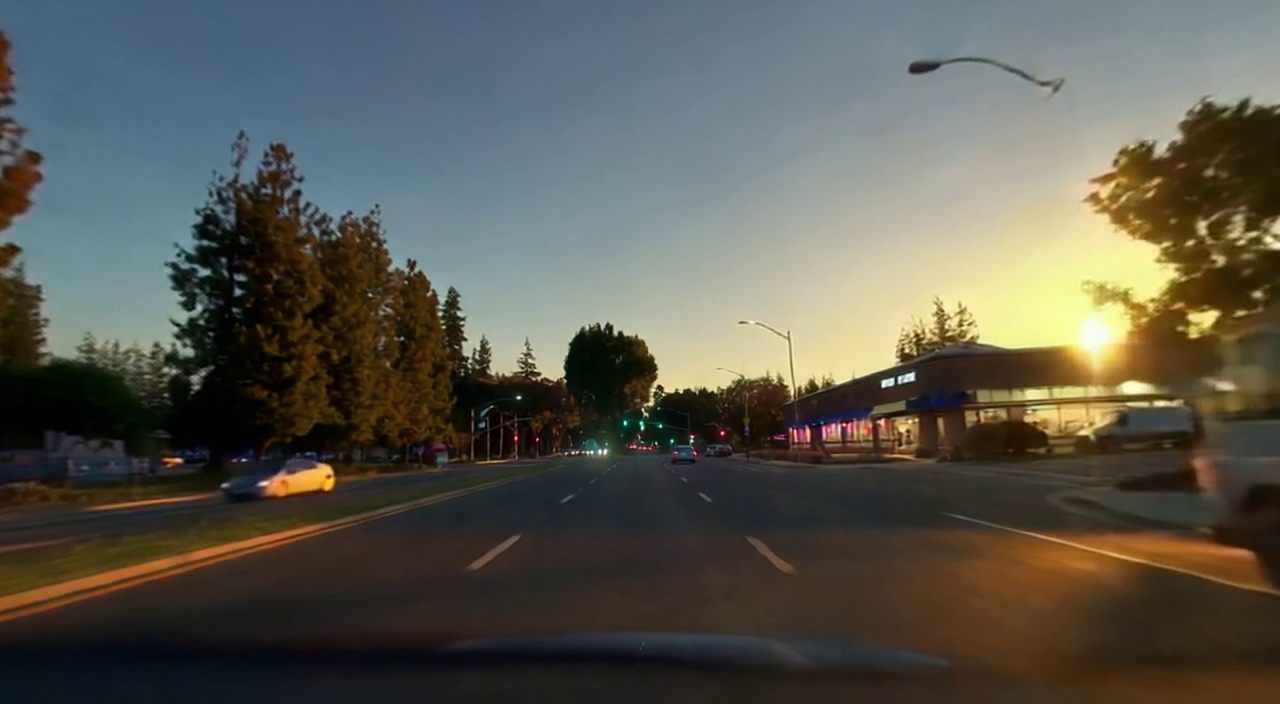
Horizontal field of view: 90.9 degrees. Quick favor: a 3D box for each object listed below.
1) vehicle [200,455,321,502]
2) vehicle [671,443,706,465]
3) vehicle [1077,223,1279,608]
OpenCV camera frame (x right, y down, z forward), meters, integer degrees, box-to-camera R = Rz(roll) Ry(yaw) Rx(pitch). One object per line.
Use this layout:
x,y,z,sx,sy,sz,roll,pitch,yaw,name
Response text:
-13.633,4.540,23.007,1.887,1.470,4.240,0,-8,-2,vehicle
3.351,7.171,44.369,2.057,1.470,4.454,0,-8,0,vehicle
6.780,0.228,3.222,3.013,3.152,8.476,0,-8,1,vehicle
